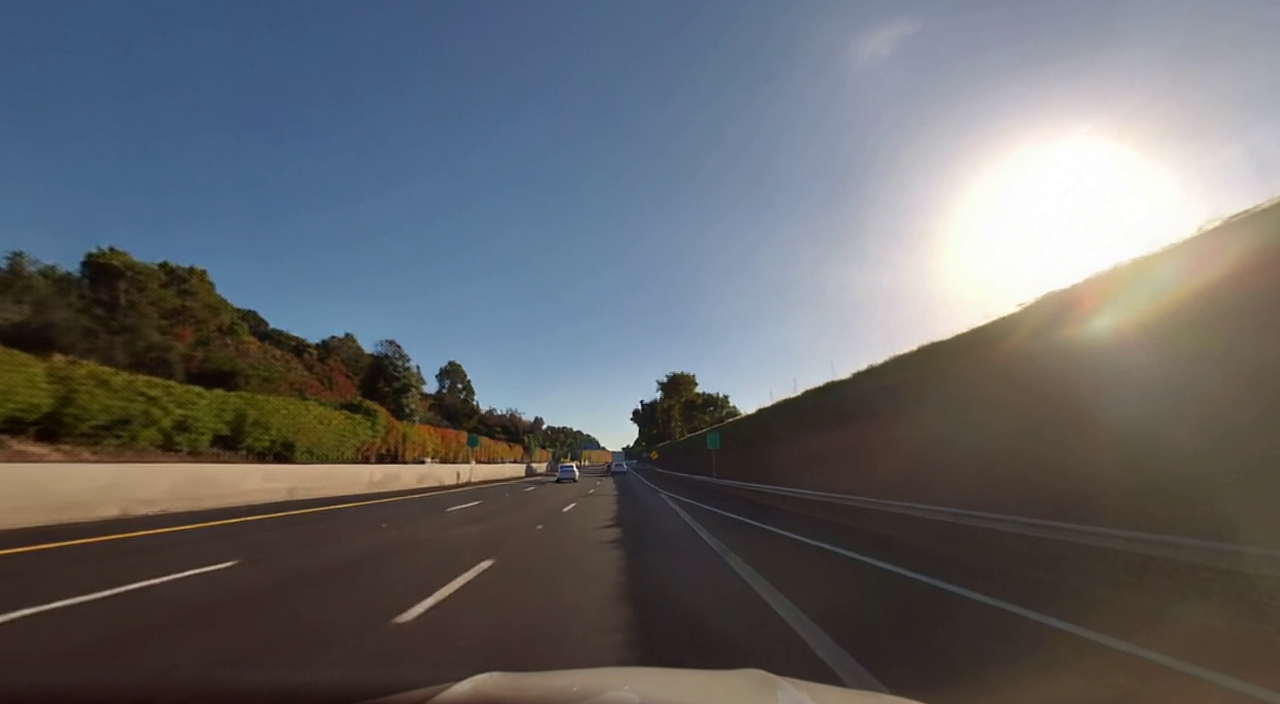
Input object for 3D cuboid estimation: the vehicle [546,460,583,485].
[{"bbox_3d":[-5.159,8.303,43.367,2.039,1.605,4.365,1,-11,-1],"label":"vehicle"}]
